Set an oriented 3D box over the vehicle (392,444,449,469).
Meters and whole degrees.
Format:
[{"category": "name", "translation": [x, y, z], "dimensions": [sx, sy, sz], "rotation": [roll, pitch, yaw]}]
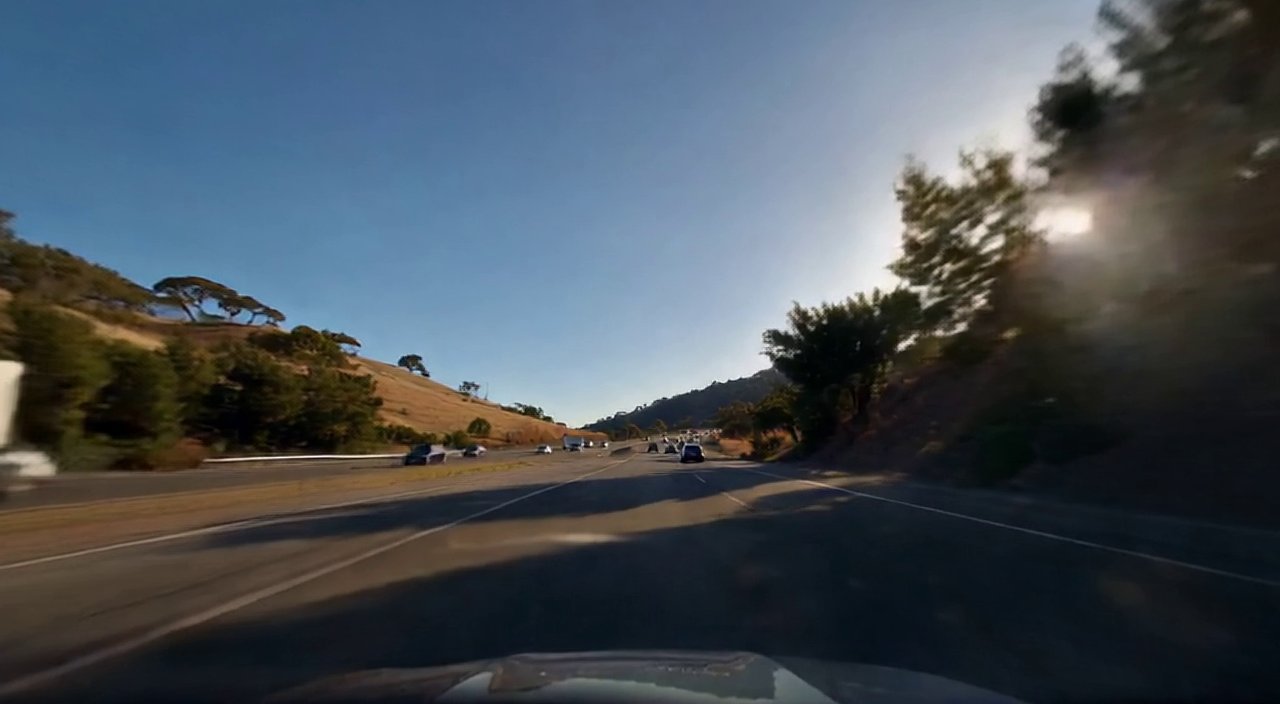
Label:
[{"category": "vehicle", "translation": [-15.469, 7.364, 44.616], "dimensions": [2.074, 1.685, 4.866], "rotation": [0, -9, 3]}]
